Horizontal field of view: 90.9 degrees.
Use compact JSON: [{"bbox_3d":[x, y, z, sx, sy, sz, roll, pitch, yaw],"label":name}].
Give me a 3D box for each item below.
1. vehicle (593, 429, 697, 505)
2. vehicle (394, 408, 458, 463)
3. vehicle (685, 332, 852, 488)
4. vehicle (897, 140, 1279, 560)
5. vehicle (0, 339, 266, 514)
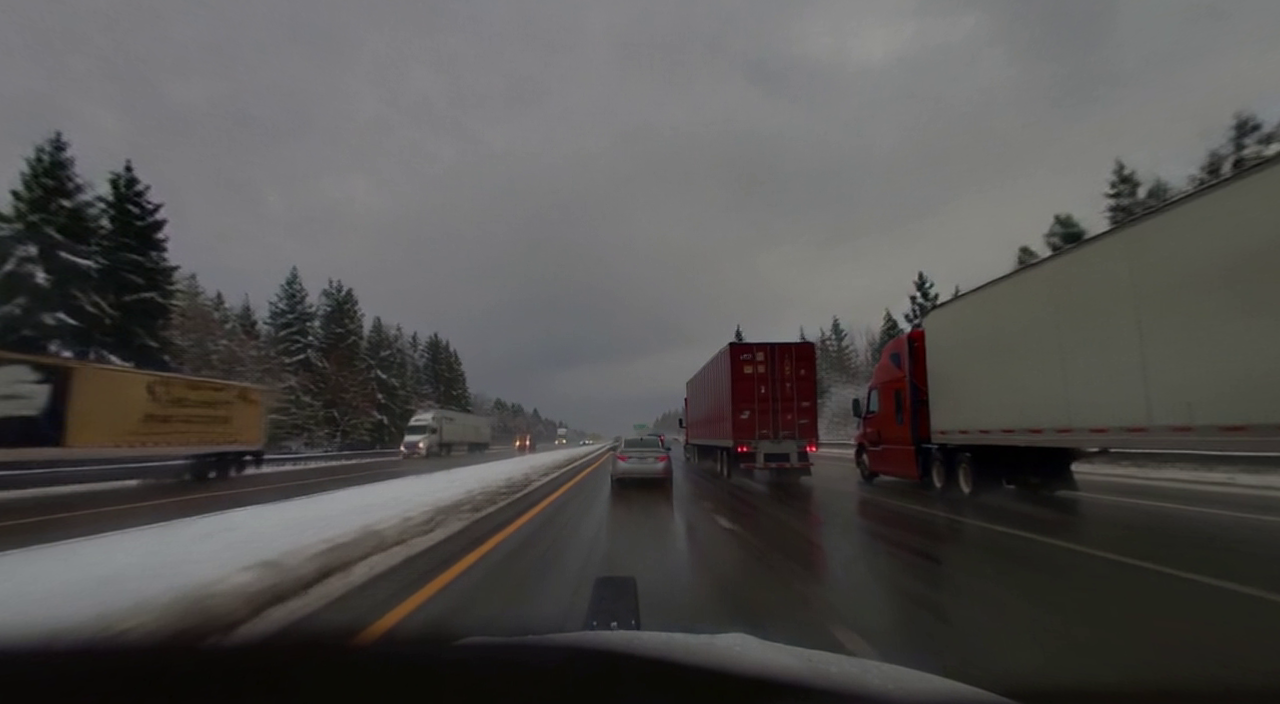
[{"bbox_3d":[0.046,2.500,14.241,2.038,1.477,3.773,0,-8,-2],"label":"vehicle"},{"bbox_3d":[-16.824,6.608,49.990,2.903,4.010,6.212,0,-8,-1],"label":"vehicle"},{"bbox_3d":[3.853,2.425,23.603,2.888,4.099,14.183,0,-8,-2],"label":"vehicle"},{"bbox_3d":[8.149,0.251,8.585,3.110,4.308,14.260,0,-8,-1],"label":"vehicle"},{"bbox_3d":[-16.598,2.276,18.653,2.840,4.093,13.930,0,-8,-1],"label":"vehicle"}]
